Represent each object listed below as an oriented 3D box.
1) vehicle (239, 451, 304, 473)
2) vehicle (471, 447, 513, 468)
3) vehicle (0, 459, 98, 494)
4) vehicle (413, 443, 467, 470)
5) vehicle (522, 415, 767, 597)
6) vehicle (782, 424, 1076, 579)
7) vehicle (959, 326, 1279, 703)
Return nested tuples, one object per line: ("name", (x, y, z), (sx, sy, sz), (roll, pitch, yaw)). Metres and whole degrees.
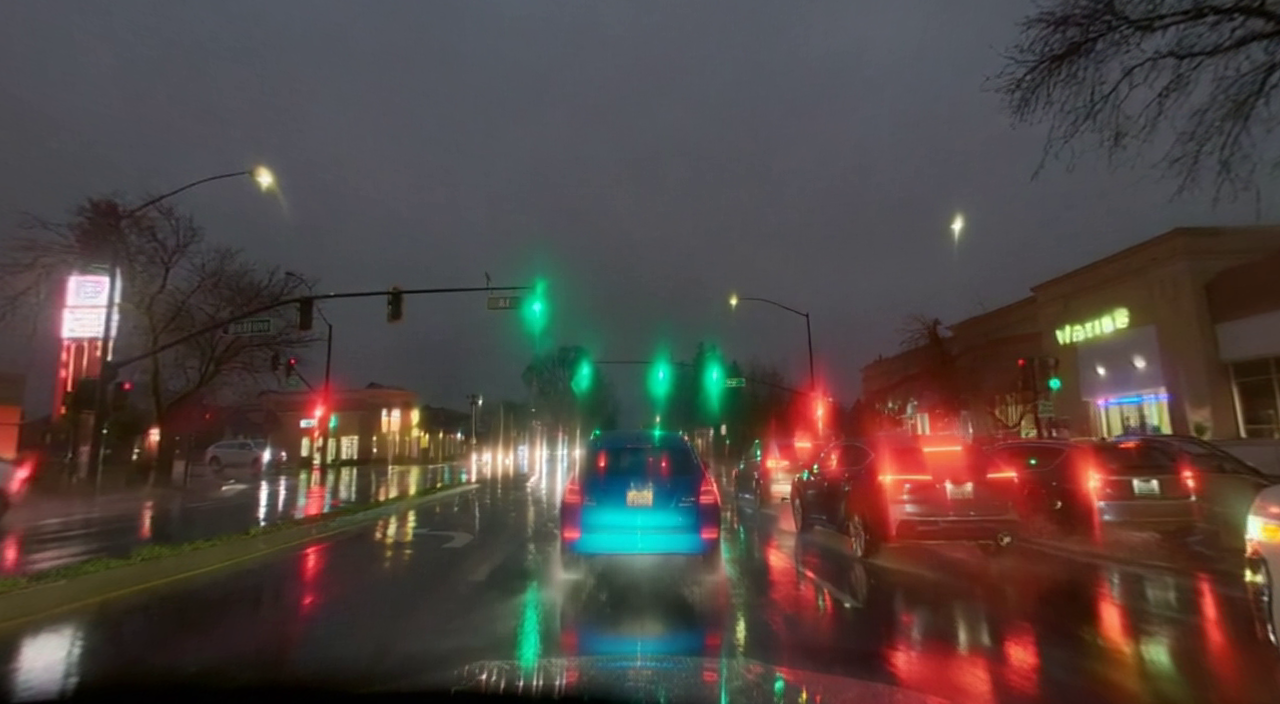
("vehicle", (-28.587, 8.530, 49.176), (4.205, 1.541, 1.780), (4, -10, -28))
("vehicle", (-11.260, 8.003, 48.242), (2.099, 1.478, 4.411), (0, -9, 0))
("vehicle", (-27.256, 5.499, 28.070), (4.285, 1.427, 1.883), (3, -9, -22))
("vehicle", (-15.084, 7.895, 48.034), (2.395, 1.903, 4.860), (-1, -9, 1))
("vehicle", (0.013, 1.633, 7.493), (2.154, 1.577, 3.723), (0, -9, -1))
("vehicle", (3.321, 1.790, 8.360), (1.865, 1.496, 4.170), (0, -9, -1))
("vehicle", (2.980, 0.705, 1.574), (2.075, 1.661, 4.401), (0, -9, 1))
